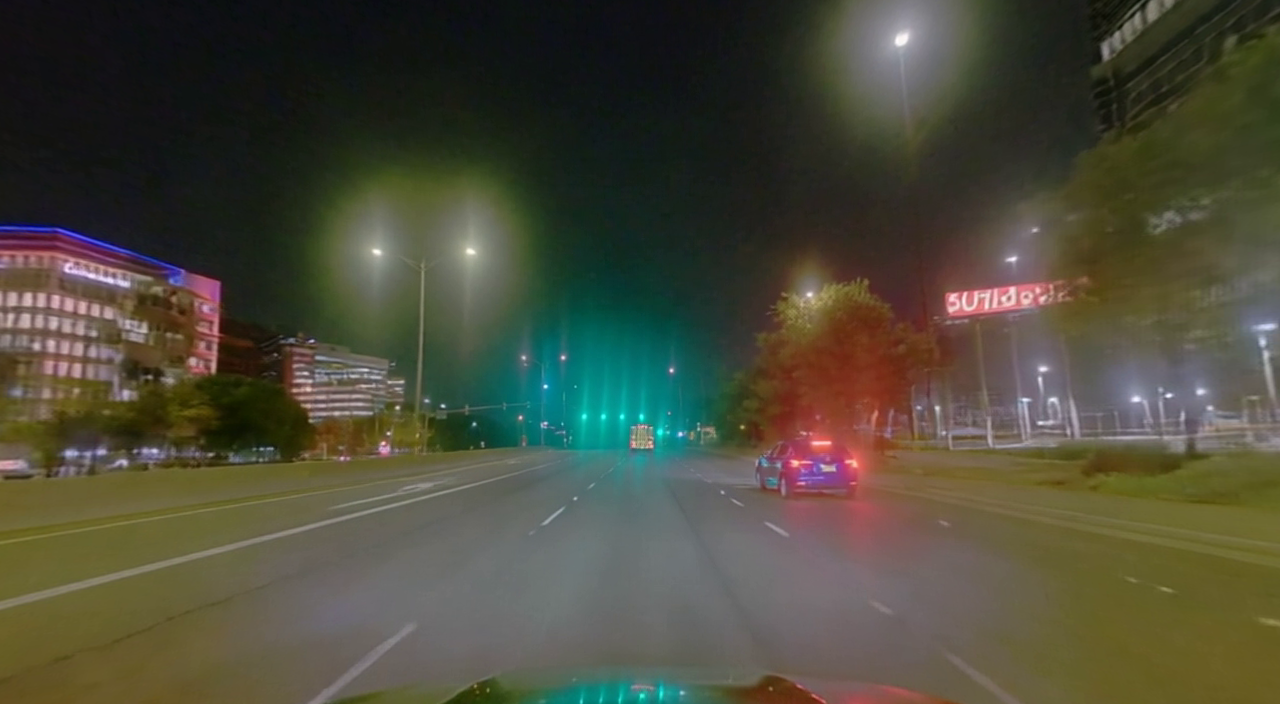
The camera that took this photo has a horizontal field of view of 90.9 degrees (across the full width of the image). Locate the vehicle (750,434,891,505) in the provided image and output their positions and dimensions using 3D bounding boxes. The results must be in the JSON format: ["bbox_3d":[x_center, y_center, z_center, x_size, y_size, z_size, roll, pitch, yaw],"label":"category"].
[{"bbox_3d":[4.182,2.801,15.548,2.005,1.442,4.675,0,-8,-1],"label":"vehicle"}]
